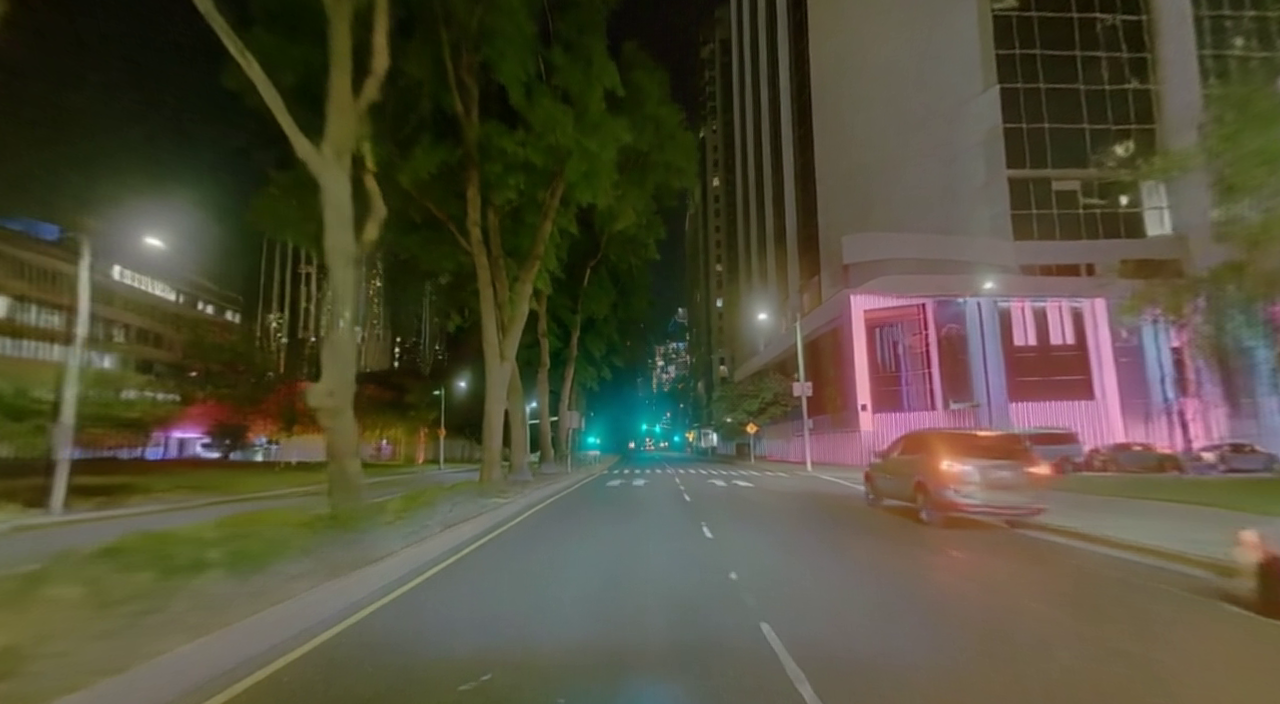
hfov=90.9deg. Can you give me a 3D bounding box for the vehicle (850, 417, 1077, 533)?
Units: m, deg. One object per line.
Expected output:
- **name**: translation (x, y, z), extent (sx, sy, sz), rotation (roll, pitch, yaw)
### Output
- **vehicle**: translation (6.142, 2.386, 12.862), extent (2.045, 1.890, 4.876), rotation (0, -8, 0)

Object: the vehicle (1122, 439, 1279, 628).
- **vehicle**: translation (6.140, 1.365, 4.404), extent (1.948, 1.511, 4.623), rotation (0, -8, 1)
